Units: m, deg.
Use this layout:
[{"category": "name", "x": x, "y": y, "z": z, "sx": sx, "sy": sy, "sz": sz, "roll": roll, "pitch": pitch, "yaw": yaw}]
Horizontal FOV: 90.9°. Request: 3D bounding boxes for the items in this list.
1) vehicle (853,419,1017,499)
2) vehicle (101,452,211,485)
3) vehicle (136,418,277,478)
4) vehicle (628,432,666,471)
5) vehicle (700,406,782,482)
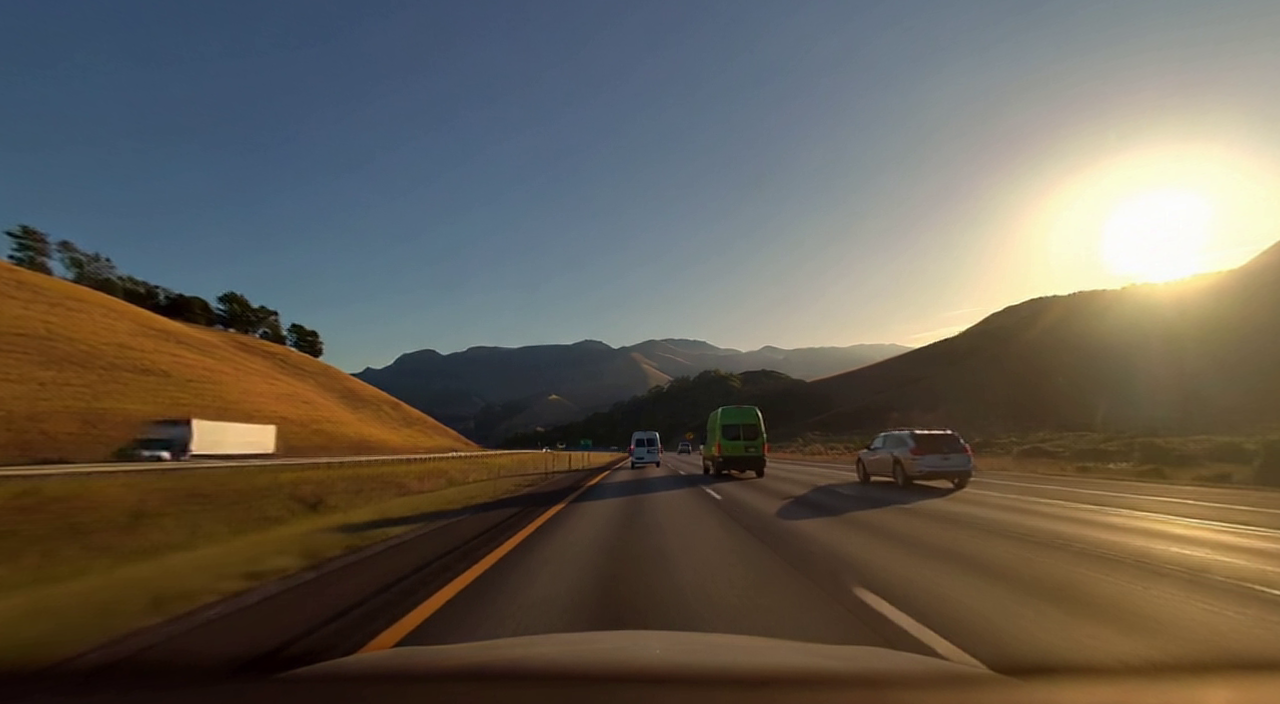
[{"category": "vehicle", "x": 7.956, "y": 2.947, "z": 17.733, "sx": 2.240, "sy": 1.925, "sz": 4.854, "roll": 0, "pitch": -8, "yaw": 0}, {"category": "vehicle", "x": -24.284, "y": 5.815, "z": 31.877, "sx": 1.865, "sy": 1.488, "sz": 4.598, "roll": 0, "pitch": -8, "yaw": 0}, {"category": "vehicle", "x": -28.362, "y": 6.348, "z": 42.039, "sx": 2.943, "sy": 3.541, "sz": 8.963, "roll": 0, "pitch": -8, "yaw": 0}, {"category": "vehicle", "x": 0.412, "y": 5.918, "z": 37.685, "sx": 2.131, "sy": 2.122, "sz": 4.473, "roll": 0, "pitch": -8, "yaw": 0}, {"category": "vehicle", "x": 3.867, "y": 3.721, "z": 25.484, "sx": 2.302, "sy": 2.670, "sz": 6.176, "roll": 0, "pitch": -8, "yaw": 0}]
